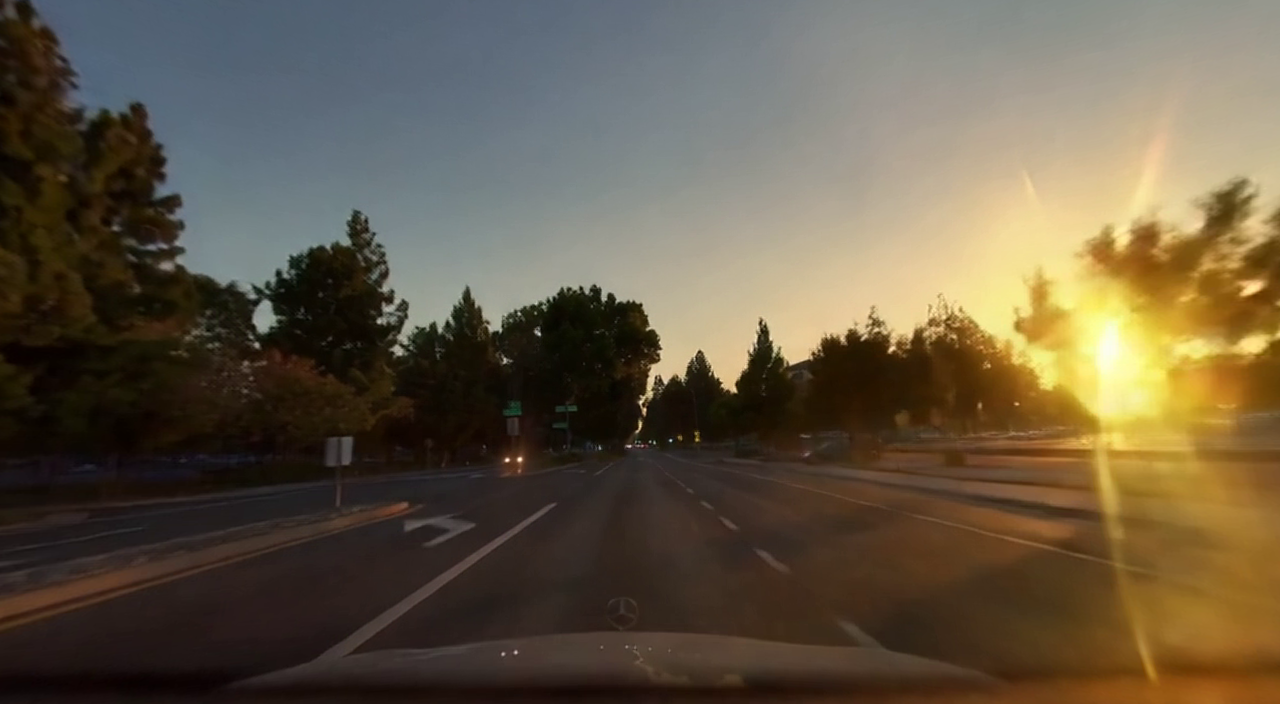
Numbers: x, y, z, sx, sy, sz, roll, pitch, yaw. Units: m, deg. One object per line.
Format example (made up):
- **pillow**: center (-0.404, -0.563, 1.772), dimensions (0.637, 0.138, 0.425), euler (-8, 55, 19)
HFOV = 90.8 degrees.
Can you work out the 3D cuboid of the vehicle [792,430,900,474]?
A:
- **vehicle**: center (12.330, 5.993, 38.116), dimensions (5.581, 1.926, 2.324), euler (-7, -7, -1)
